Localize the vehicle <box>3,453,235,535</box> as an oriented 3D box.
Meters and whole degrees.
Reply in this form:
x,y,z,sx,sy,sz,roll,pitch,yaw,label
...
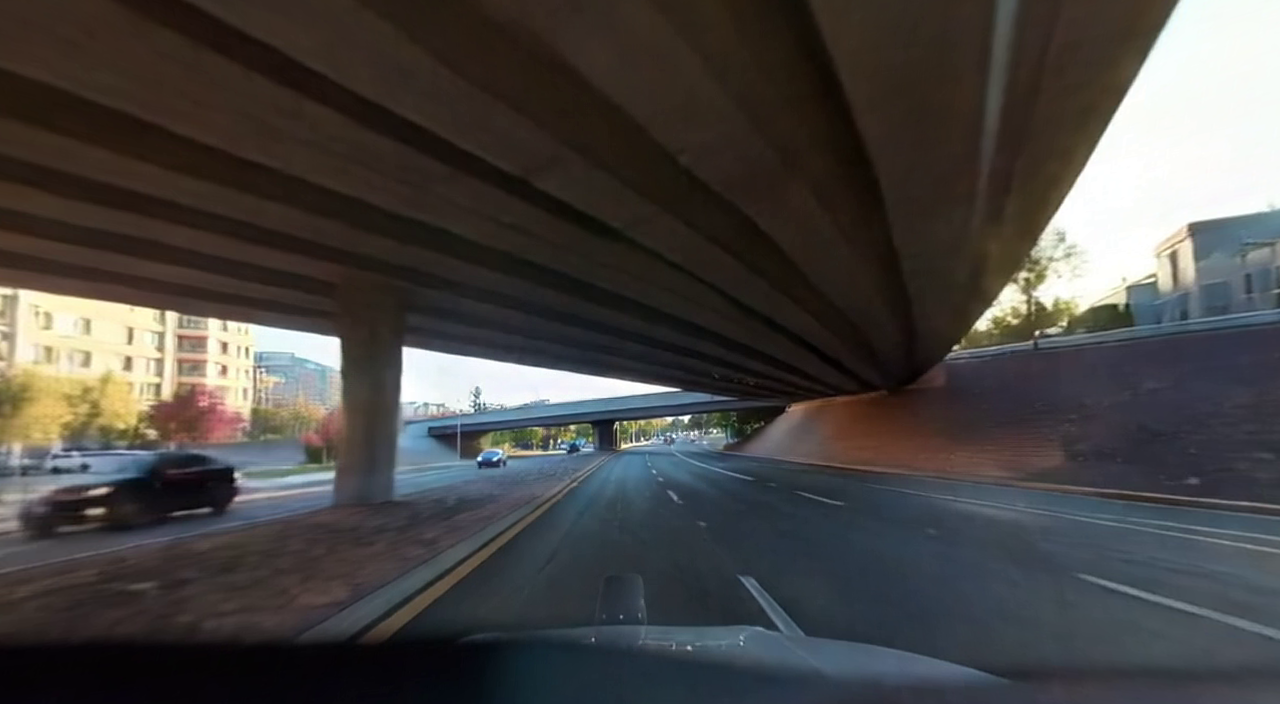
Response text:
x,y,z,sx,sy,sz,roll,pitch,yaw,label
-12.084,3.262,15.148,1.932,1.615,4.235,0,-9,-1,vehicle

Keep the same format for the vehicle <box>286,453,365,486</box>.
x,y,z,sx,sy,sz,roll,pitch,yaw,label
-16.867,6.273,34.147,1.861,1.618,4.731,0,-9,0,vehicle
